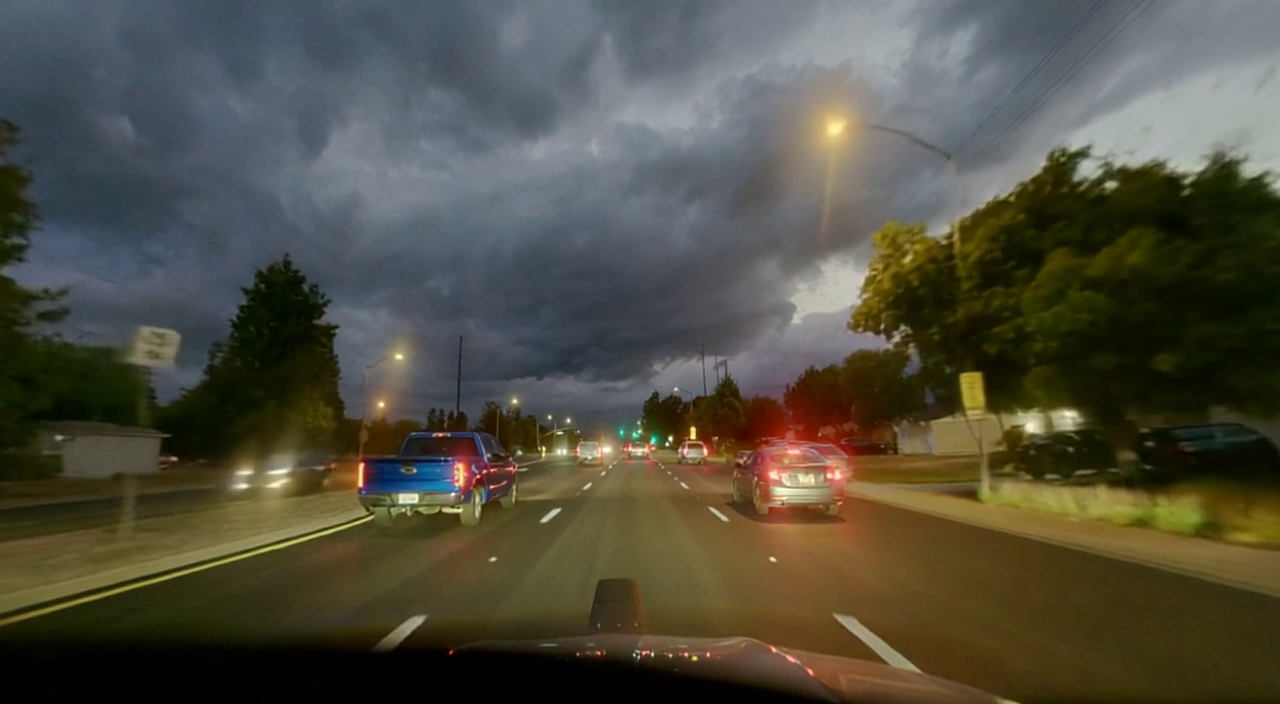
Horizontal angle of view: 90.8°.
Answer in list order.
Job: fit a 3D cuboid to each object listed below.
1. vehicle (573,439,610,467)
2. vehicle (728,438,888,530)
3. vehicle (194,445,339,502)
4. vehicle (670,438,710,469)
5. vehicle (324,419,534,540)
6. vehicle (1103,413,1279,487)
[{"bbox_3d":[-3.321,7.044,44.128,2.218,1.829,4.492,0,-8,0],"label":"vehicle"},{"bbox_3d":[3.033,2.456,12.413,1.884,1.463,4.195,0,-8,-2],"label":"vehicle"},{"bbox_3d":[-12.013,3.899,20.764,1.949,1.624,4.567,0,-8,0],"label":"vehicle"},{"bbox_3d":[3.129,6.458,40.379,2.099,1.845,4.363,0,-8,-2],"label":"vehicle"},{"bbox_3d":[-3.537,2.261,11.943,2.111,1.745,5.274,0,-8,0],"label":"vehicle"},{"bbox_3d":[15.023,2.530,16.445,4.320,1.792,1.989,0,-8,-1],"label":"vehicle"}]
